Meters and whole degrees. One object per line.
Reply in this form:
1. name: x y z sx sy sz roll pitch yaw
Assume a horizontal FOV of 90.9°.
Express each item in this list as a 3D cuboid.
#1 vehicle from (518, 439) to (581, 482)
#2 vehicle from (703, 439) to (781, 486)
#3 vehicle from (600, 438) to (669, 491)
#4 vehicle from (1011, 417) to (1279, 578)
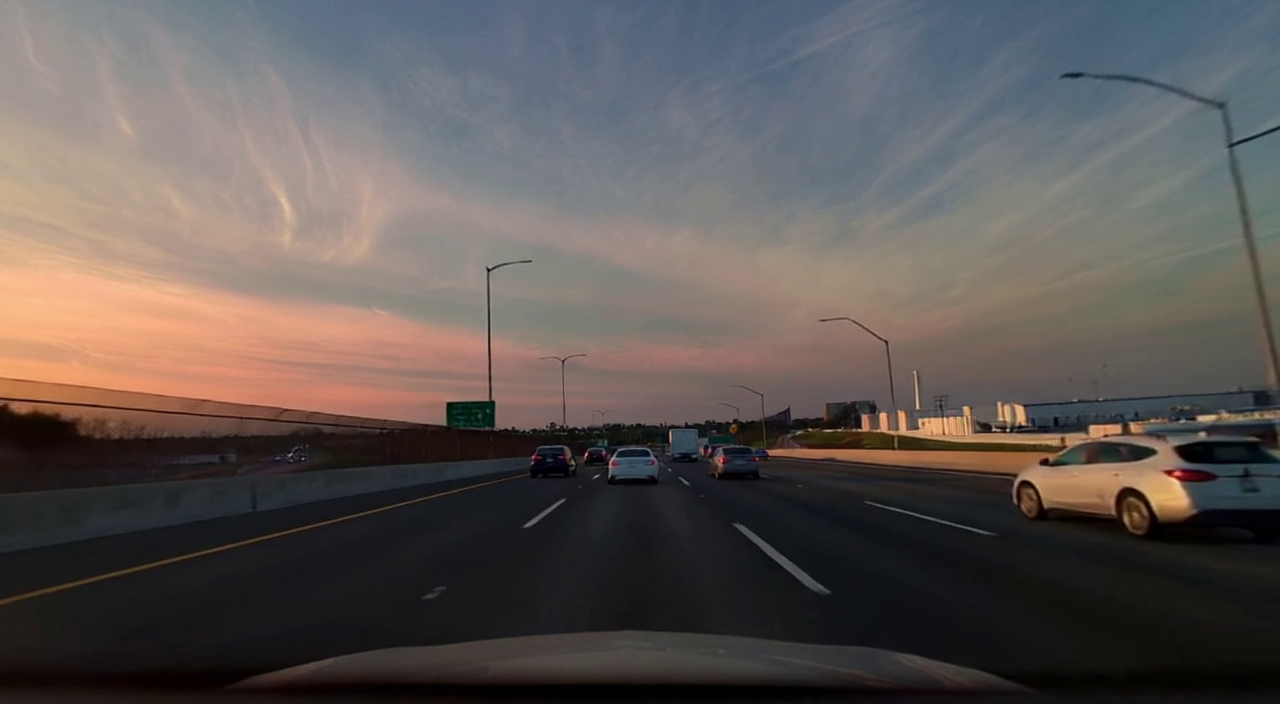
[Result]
1. vehicle: -3.695 4.514 26.552 2.036 1.669 4.112 0 -8 0
2. vehicle: 3.436 3.809 22.113 1.942 1.453 4.329 0 -8 -1
3. vehicle: -0.150 3.771 21.576 2.067 1.555 4.851 0 -8 0
4. vehicle: 6.902 1.679 8.075 1.860 1.520 3.961 0 -8 0
